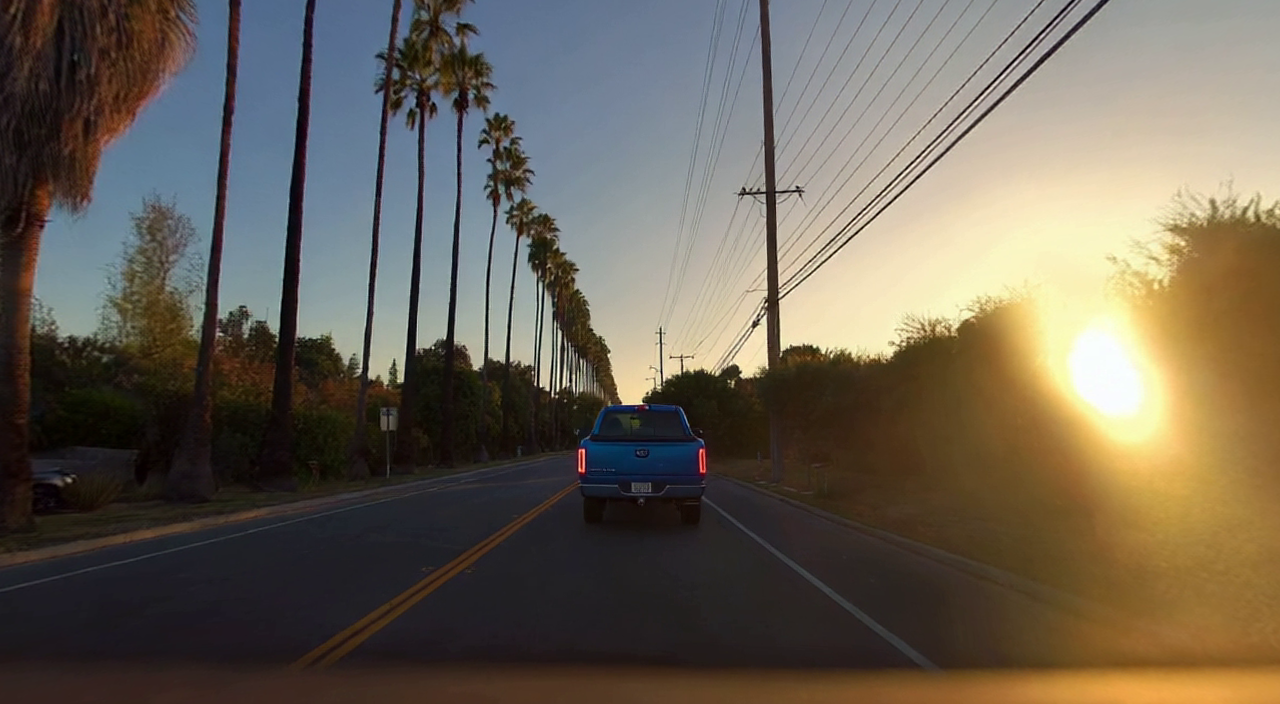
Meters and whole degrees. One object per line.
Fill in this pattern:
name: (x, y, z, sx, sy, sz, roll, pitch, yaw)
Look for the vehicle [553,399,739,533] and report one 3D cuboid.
vehicle: (0.047, 2.159, 12.501, 2.803, 2.005, 5.885, 0, -8, -1)
